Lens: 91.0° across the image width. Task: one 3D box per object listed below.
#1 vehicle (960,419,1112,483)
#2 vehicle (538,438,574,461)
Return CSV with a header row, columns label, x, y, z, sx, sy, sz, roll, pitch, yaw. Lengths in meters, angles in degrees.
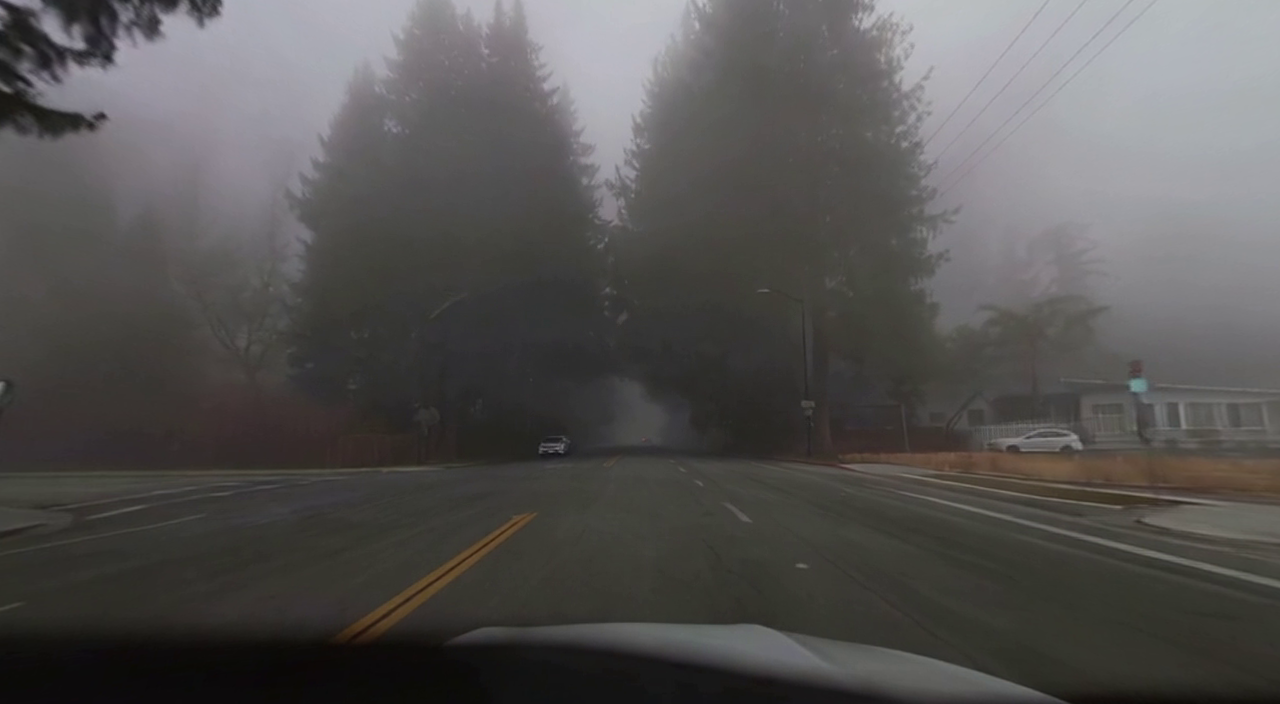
label,x,y,z,sx,sy,sz,roll,pitch,yaw
vehicle,13.245,3.286,21.022,4.771,1.912,2.137,5,-10,-29
vehicle,-6.560,7.685,49.762,2.038,1.743,4.381,-1,-8,3
